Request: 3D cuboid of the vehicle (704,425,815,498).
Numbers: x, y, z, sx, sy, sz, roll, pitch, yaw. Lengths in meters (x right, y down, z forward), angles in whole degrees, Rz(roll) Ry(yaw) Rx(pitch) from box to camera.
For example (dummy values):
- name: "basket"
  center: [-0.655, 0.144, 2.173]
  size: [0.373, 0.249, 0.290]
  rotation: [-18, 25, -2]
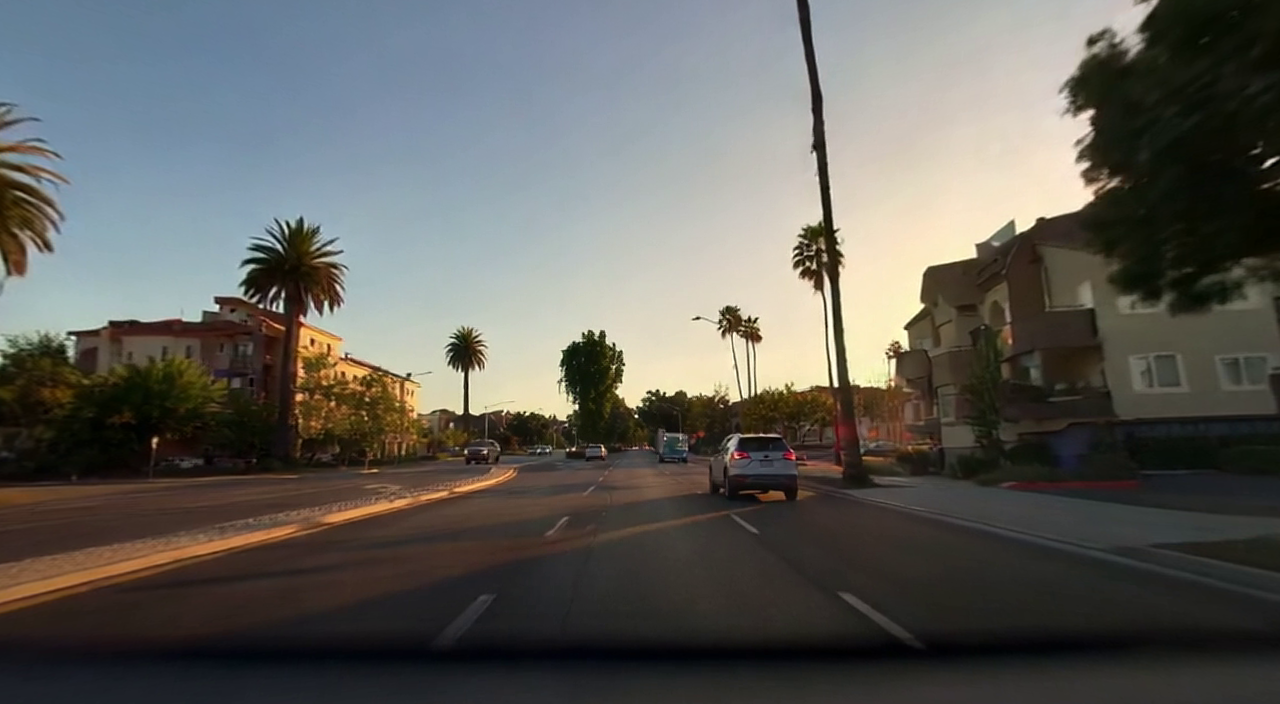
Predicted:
- name: "vehicle"
  center: [3.384, 3.232, 18.894]
  size: [2.244, 1.901, 4.561]
  rotation: [1, -9, -3]
